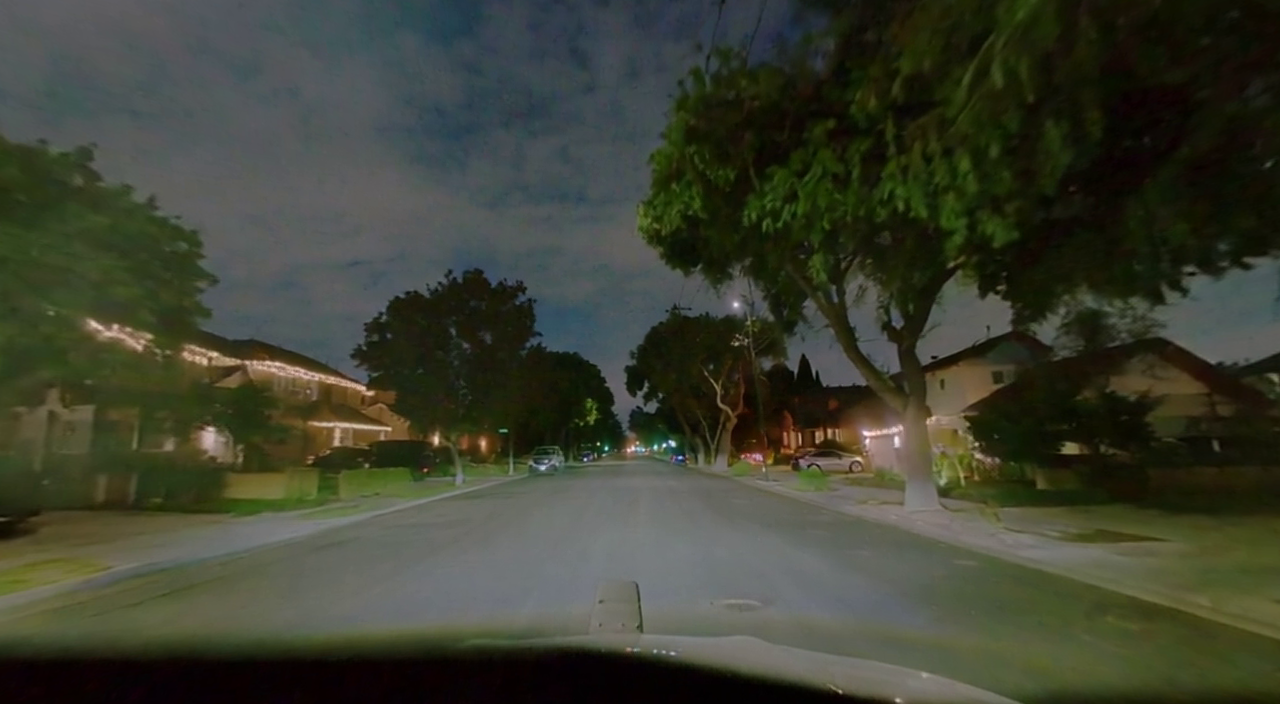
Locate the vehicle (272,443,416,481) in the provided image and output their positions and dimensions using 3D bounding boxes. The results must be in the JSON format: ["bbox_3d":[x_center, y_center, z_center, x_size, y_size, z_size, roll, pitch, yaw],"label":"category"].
[{"bbox_3d":[-12.468,4.649,26.870,5.040,1.541,2.042,0,-9,0],"label":"vehicle"}]

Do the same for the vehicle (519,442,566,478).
[{"bbox_3d":[-5.842,6.514,38.432,2.341,1.942,5.044,0,-9,-3],"label":"vehicle"}]

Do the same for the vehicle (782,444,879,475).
[{"bbox_3d":[10.042,5.718,33.605,4.497,1.564,1.948,0,-8,-2],"label":"vehicle"}]

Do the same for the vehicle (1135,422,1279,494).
[{"bbox_3d":[14.595,2.485,15.054,4.558,1.515,2.013,3,-9,-17],"label":"vehicle"}]
